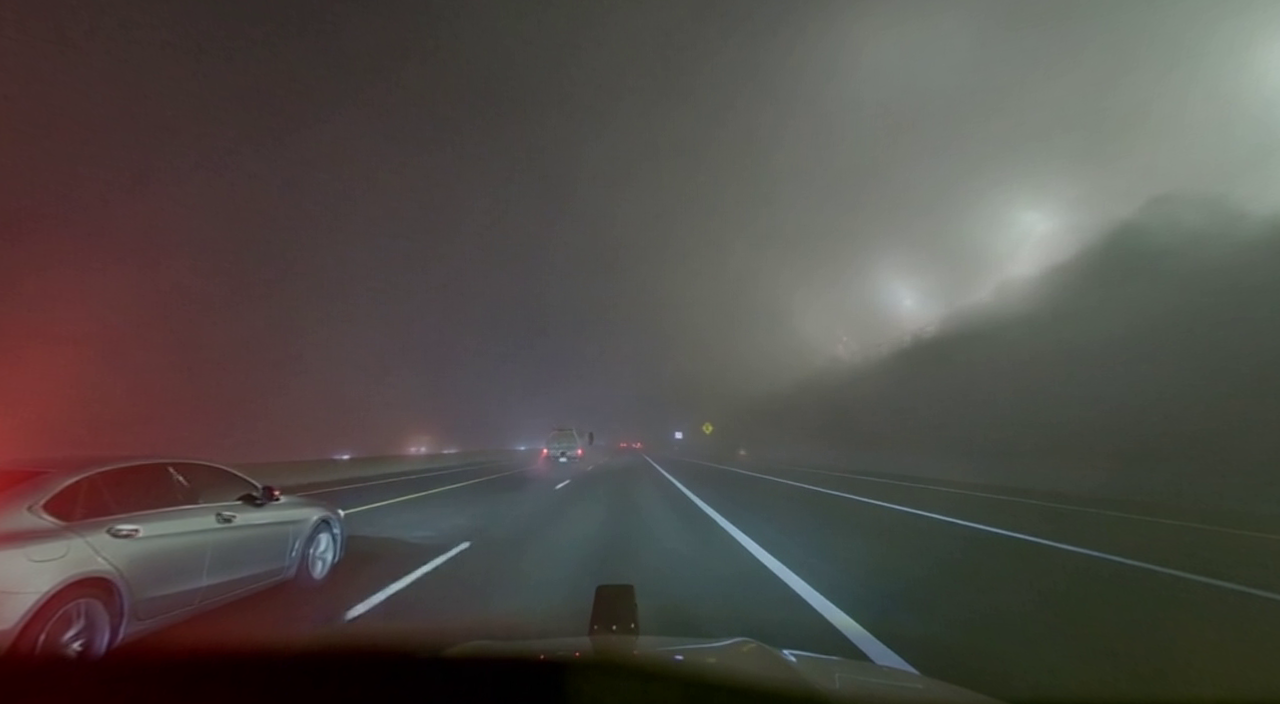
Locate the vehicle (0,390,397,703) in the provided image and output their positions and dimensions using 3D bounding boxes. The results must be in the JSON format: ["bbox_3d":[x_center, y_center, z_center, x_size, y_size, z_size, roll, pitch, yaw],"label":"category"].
[{"bbox_3d":[-3.826,1.275,4.939,2.025,1.556,4.594,0,-8,0],"label":"vehicle"}]

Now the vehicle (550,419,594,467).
[{"bbox_3d":[-4.410,6.078,42.139,2.364,2.953,6.732,0,-8,-1],"label":"vehicle"}]
